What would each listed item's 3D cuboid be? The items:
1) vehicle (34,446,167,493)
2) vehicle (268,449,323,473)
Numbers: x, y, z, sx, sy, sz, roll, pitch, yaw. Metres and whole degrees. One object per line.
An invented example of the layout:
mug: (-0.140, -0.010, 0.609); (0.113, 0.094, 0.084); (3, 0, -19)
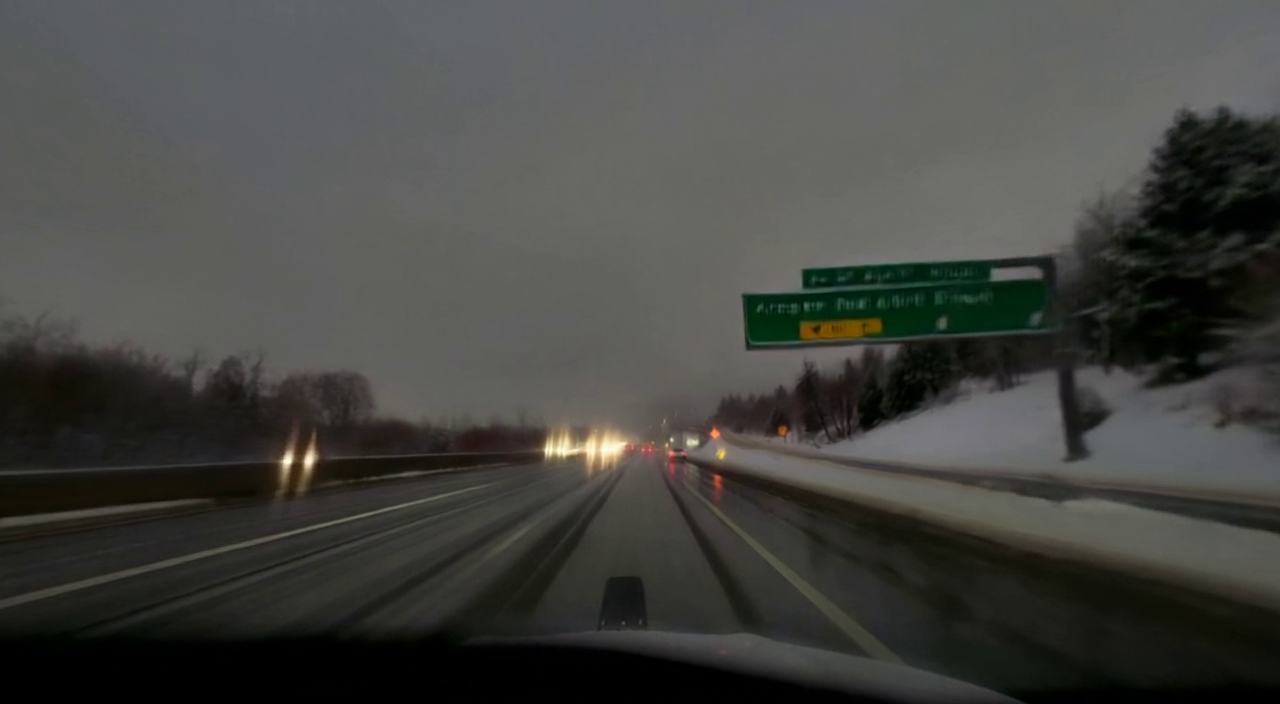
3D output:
vehicle: (-17.128, 3.705, 20.208); (1.431, 1.335, 3.156); (0, -8, 0)
vehicle: (-20.272, 6.399, 37.218); (1.480, 1.315, 3.196); (0, -8, -1)
